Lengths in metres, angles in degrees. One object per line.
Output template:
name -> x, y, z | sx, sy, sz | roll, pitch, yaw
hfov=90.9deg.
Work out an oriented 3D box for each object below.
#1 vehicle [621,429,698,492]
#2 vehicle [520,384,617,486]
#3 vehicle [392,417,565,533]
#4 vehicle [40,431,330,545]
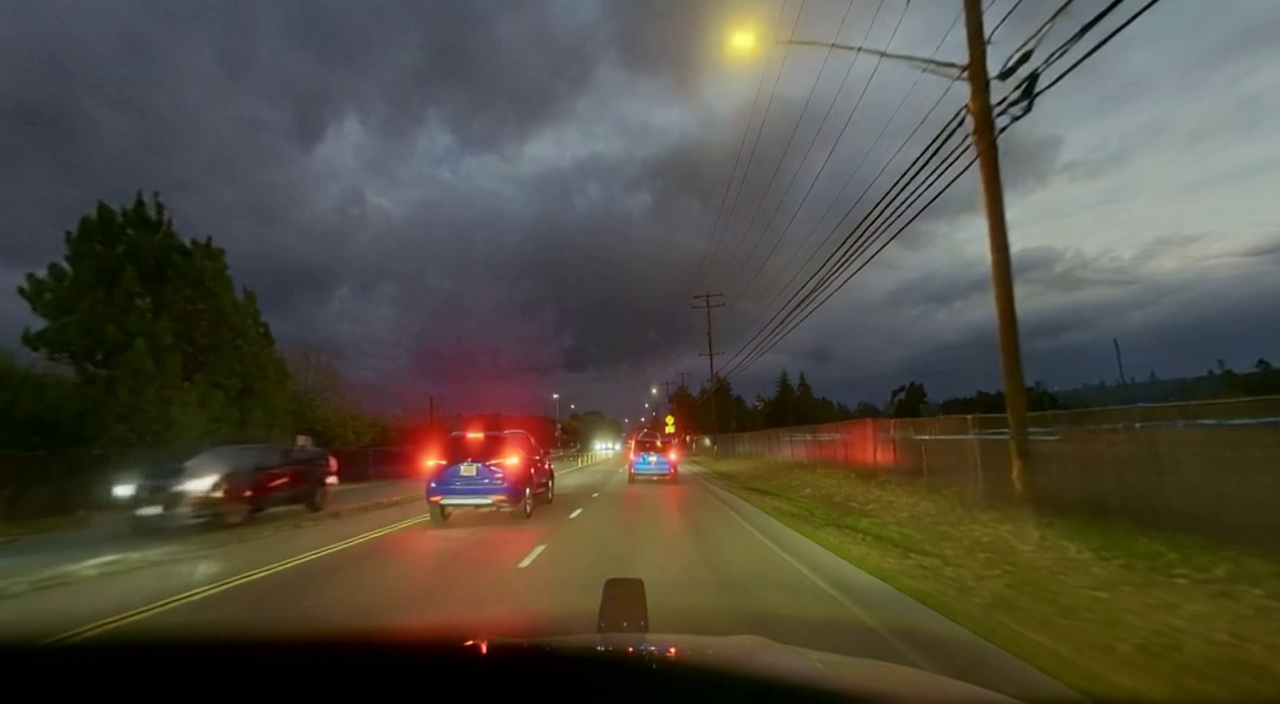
vehicle -> 0.589, 3.359, 19.828 | 2.174, 1.749, 4.113 | 0, -9, 1
vehicle -> -2.751, 3.794, 28.133 | 2.928, 3.658, 10.953 | 0, -9, 1
vehicle -> -2.847, 2.307, 12.362 | 2.093, 1.832, 4.508 | 0, -9, 1
vehicle -> -8.642, 2.591, 12.800 | 2.089, 1.825, 5.025 | 0, -9, 0
